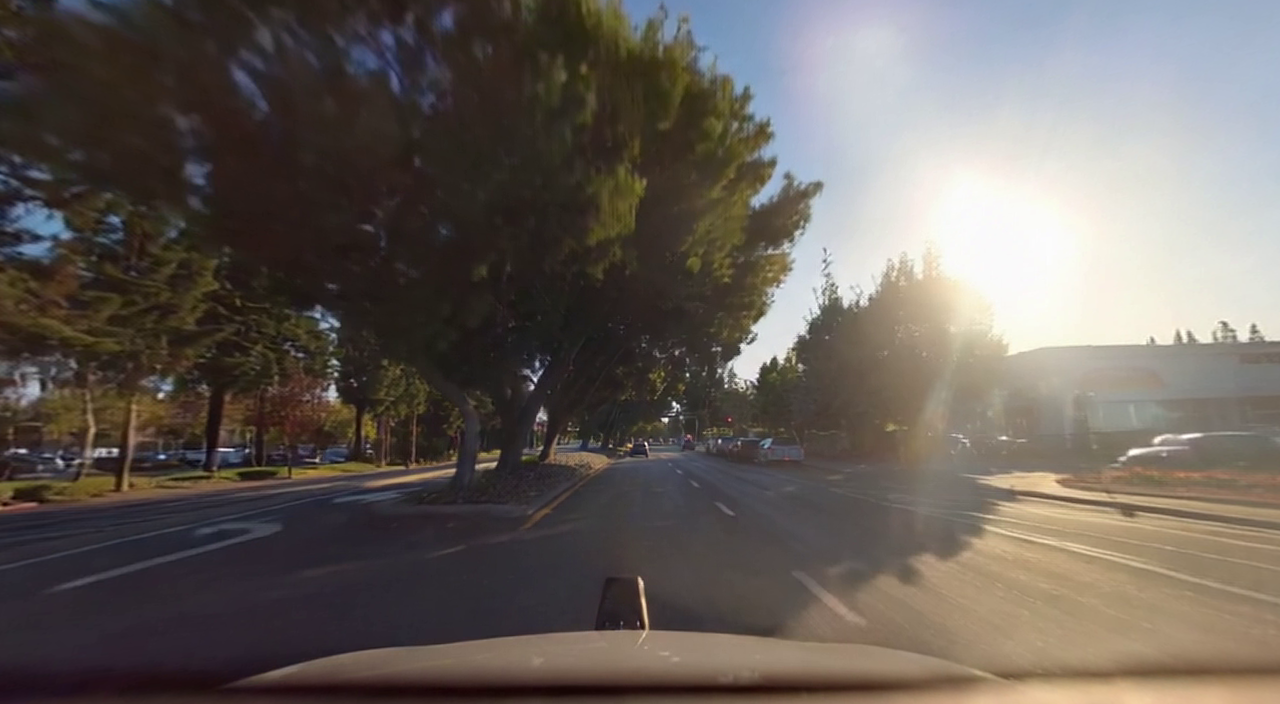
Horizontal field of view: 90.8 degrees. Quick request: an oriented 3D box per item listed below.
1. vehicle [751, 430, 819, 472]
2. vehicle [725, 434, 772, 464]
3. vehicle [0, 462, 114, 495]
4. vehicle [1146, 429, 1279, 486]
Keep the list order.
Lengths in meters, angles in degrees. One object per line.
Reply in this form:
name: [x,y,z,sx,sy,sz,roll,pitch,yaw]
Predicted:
vehicle: [6.625,4.599,29.462,1.985,1.758,4.523,0,-9,-1]
vehicle: [6.571,5.945,38.742,1.924,1.721,4.514,0,-8,-1]
vehicle: [-32.934,7.085,35.610,4.705,1.627,2.017,5,-10,-31]
vehicle: [18.067,3.197,19.278,3.923,1.575,1.882,2,-9,-12]
